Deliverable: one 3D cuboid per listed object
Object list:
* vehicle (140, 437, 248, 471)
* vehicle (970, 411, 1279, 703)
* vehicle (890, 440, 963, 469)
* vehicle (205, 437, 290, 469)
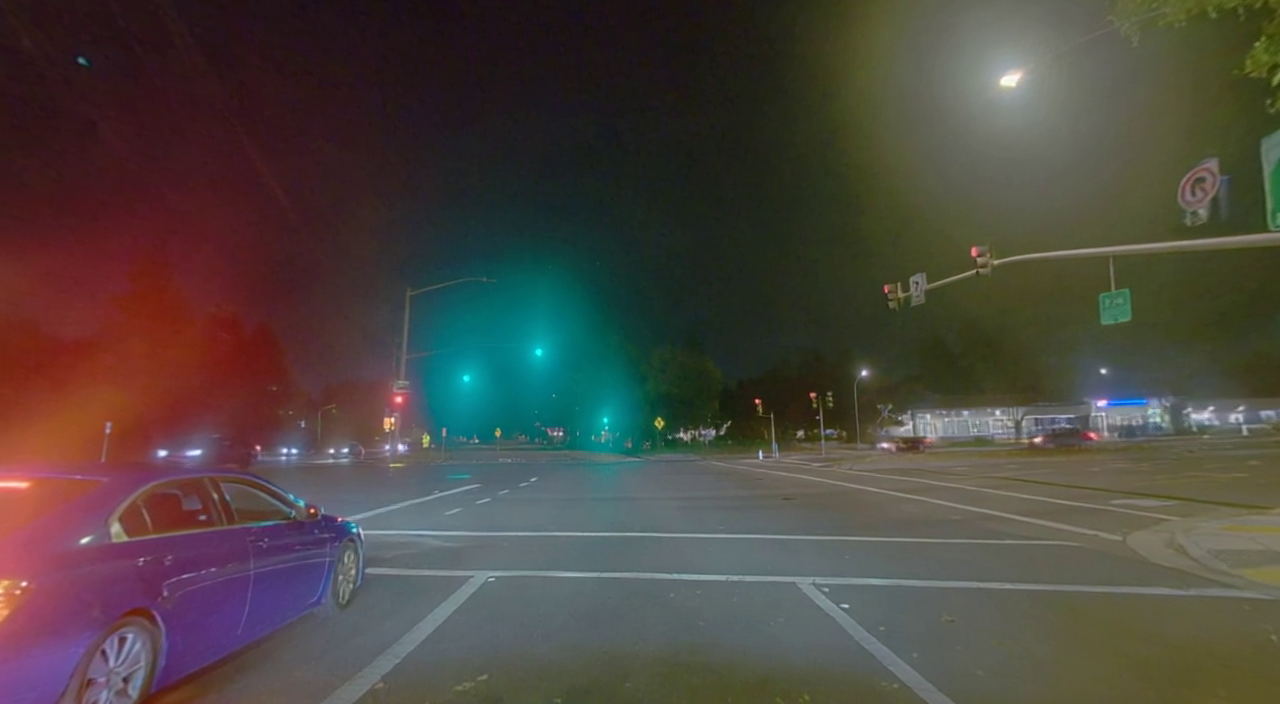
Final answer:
[{"bbox_3d":[-27.226,6.256,38.845,2.233,1.889,6.305,0,-8,-2],"label":"vehicle"},{"bbox_3d":[4.109,1.077,3.367,1.940,1.487,4.562,0,-8,-5],"label":"vehicle"},{"bbox_3d":[15.610,5.525,34.221,4.703,1.492,1.930,8,-12,-44],"label":"vehicle"},{"bbox_3d":[-23.314,6.004,37.672,2.111,1.742,4.757,0,-8,-2],"label":"vehicle"}]
